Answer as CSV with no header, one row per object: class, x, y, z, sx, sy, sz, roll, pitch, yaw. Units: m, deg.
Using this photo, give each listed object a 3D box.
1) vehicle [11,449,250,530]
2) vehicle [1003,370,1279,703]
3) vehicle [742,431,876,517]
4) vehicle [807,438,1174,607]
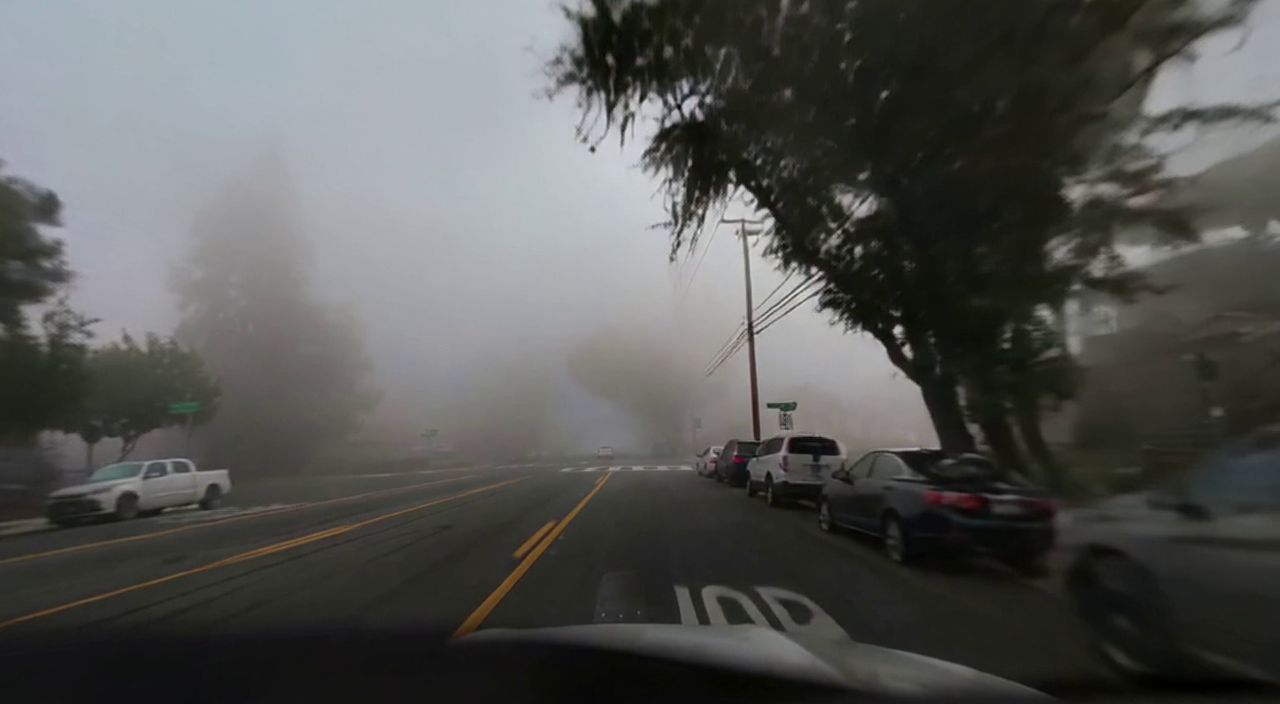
vehicle,-13.788,3.678,17.778,2.229,1.878,5.540,1,-9,-2
vehicle,3.856,0.907,2.498,1.914,1.737,4.703,0,-9,-2
vehicle,3.746,2.792,14.873,1.852,1.715,4.110,0,-9,-2
vehicle,3.759,1.880,8.039,1.865,1.477,4.741,0,-9,-1
